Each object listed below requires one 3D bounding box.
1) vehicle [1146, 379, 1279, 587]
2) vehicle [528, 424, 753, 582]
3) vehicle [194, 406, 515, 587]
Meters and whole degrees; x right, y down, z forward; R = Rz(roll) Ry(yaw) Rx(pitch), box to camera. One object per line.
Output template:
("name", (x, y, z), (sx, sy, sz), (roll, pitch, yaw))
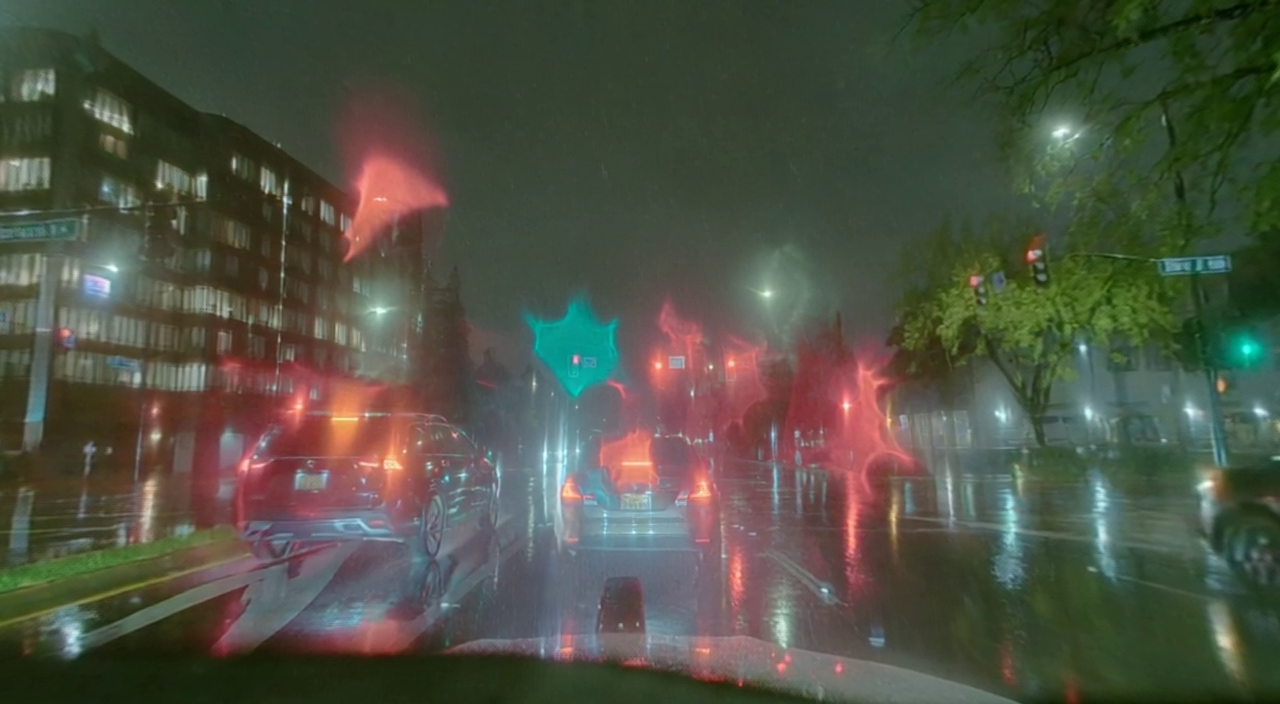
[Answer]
("vehicle", (6.701, 0.978, 4.340), (2.079, 1.828, 5.323), (0, -8, 1))
("vehicle", (0.021, 1.756, 8.145), (2.190, 1.522, 3.850), (0, -8, 1))
("vehicle", (-3.171, 1.706, 8.317), (2.081, 1.719, 4.434), (0, -8, 1))
